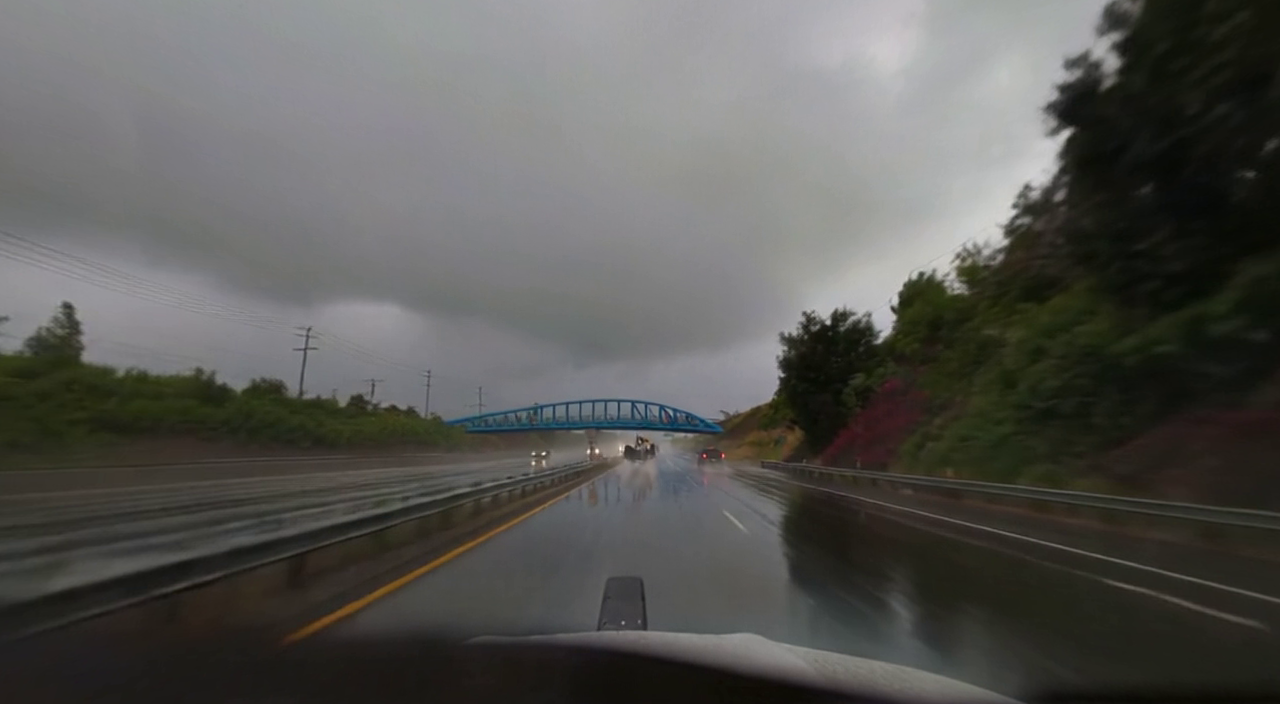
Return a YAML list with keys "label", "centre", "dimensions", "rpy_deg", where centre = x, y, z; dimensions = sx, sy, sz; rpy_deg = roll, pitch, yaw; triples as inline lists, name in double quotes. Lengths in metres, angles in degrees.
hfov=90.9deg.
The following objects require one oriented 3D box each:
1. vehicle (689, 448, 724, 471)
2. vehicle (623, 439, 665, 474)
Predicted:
- label: "vehicle"
  centre: [4.682, 7.653, 44.966]
  dimensions: [1.988, 1.505, 4.958]
  rpy_deg: [0, -9, 0]
- label: "vehicle"
  centre: [0.286, 6.285, 38.000]
  dimensions: [2.369, 1.948, 5.343]
  rpy_deg: [0, -9, 2]
